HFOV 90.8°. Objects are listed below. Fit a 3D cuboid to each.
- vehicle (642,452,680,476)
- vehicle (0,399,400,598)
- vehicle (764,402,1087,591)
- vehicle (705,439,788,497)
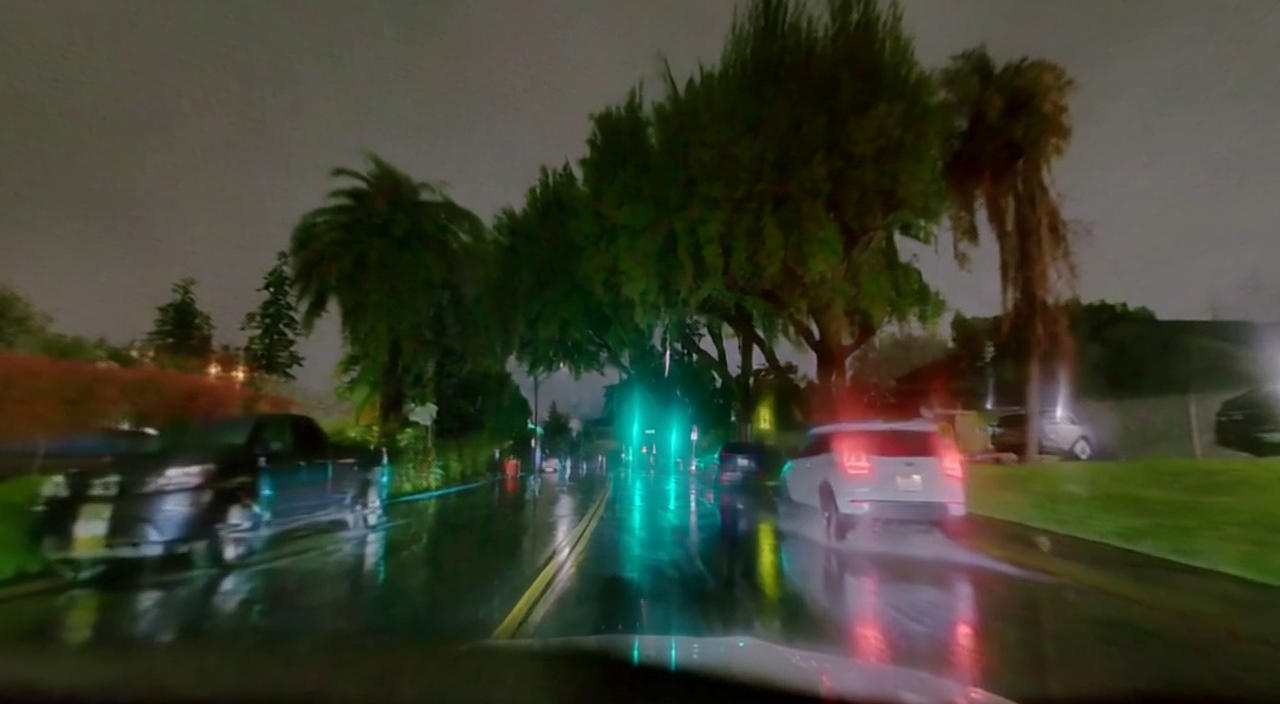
[{"bbox_3d":[1.589,8.739,49.461,2.163,1.742,4.239,1,-8,-9],"label":"vehicle"},{"bbox_3d":[-5.116,1.674,8.148,2.155,1.729,4.799,-2,-8,0],"label":"vehicle"},{"bbox_3d":[3.267,1.763,8.599,2.229,1.826,4.611,-1,-8,0],"label":"vehicle"},{"bbox_3d":[3.468,3.860,21.496,1.970,1.709,4.568,0,-8,0],"label":"vehicle"}]
